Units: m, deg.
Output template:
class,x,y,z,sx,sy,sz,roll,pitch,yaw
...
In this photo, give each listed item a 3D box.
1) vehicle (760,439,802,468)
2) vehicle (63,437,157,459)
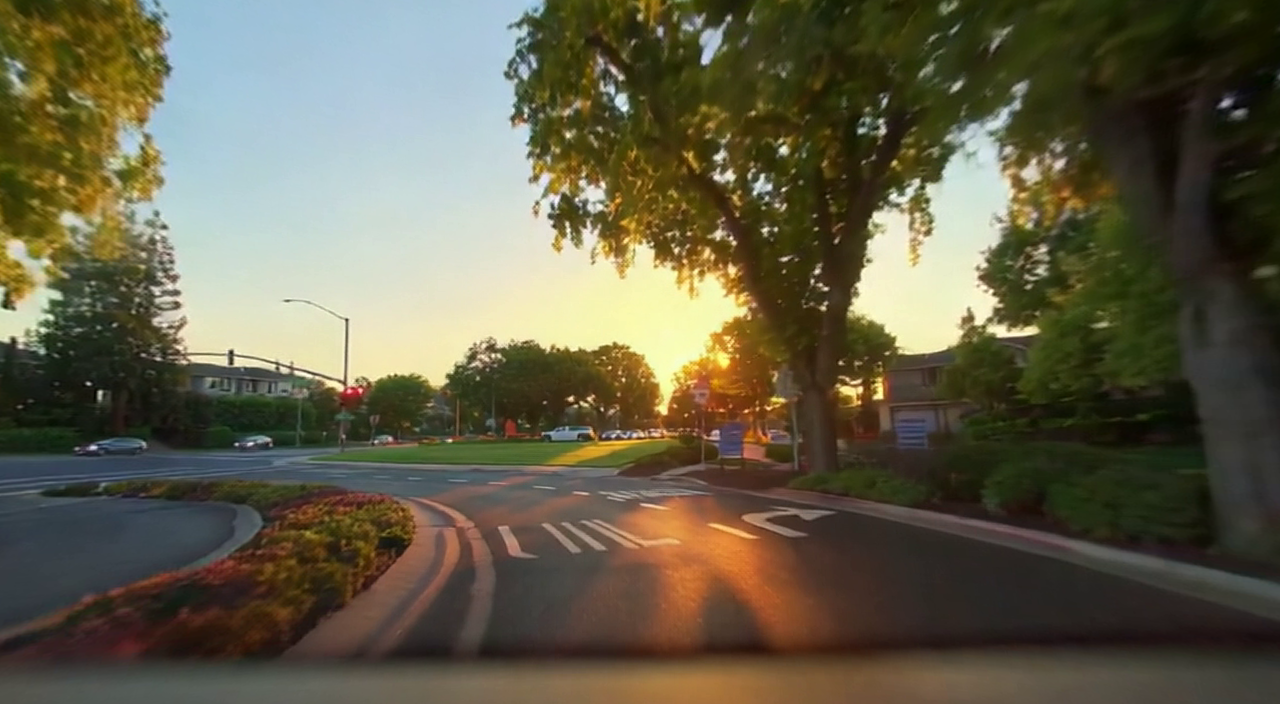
class,x,y,z,sx,sy,sz,roll,pitch,yaw
vehicle,8.689,6.130,38.310,1.907,1.515,4.550,-2,-7,20
vehicle,-37.228,6.742,44.289,1.847,1.461,4.853,-2,-9,11
